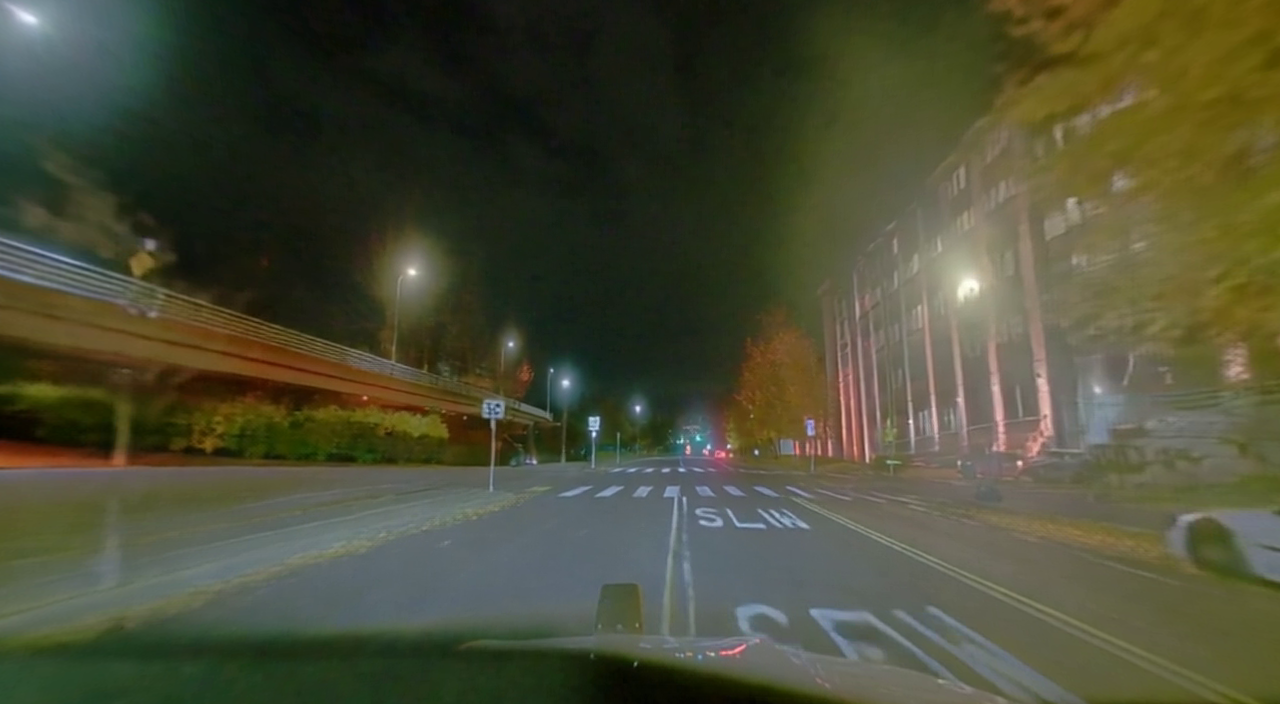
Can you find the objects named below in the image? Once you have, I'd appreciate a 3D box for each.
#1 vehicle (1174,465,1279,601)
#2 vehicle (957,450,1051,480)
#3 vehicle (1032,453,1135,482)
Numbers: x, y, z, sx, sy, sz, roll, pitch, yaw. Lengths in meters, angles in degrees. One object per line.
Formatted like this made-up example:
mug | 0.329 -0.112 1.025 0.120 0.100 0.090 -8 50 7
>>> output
vehicle | 8.286 1.932 6.178 2.067 1.498 4.771 0 -9 3
vehicle | 21.608 6.690 37.522 2.066 1.654 4.269 7 -11 -35
vehicle | 25.542 6.605 36.399 1.842 1.508 4.412 7 -11 -35
